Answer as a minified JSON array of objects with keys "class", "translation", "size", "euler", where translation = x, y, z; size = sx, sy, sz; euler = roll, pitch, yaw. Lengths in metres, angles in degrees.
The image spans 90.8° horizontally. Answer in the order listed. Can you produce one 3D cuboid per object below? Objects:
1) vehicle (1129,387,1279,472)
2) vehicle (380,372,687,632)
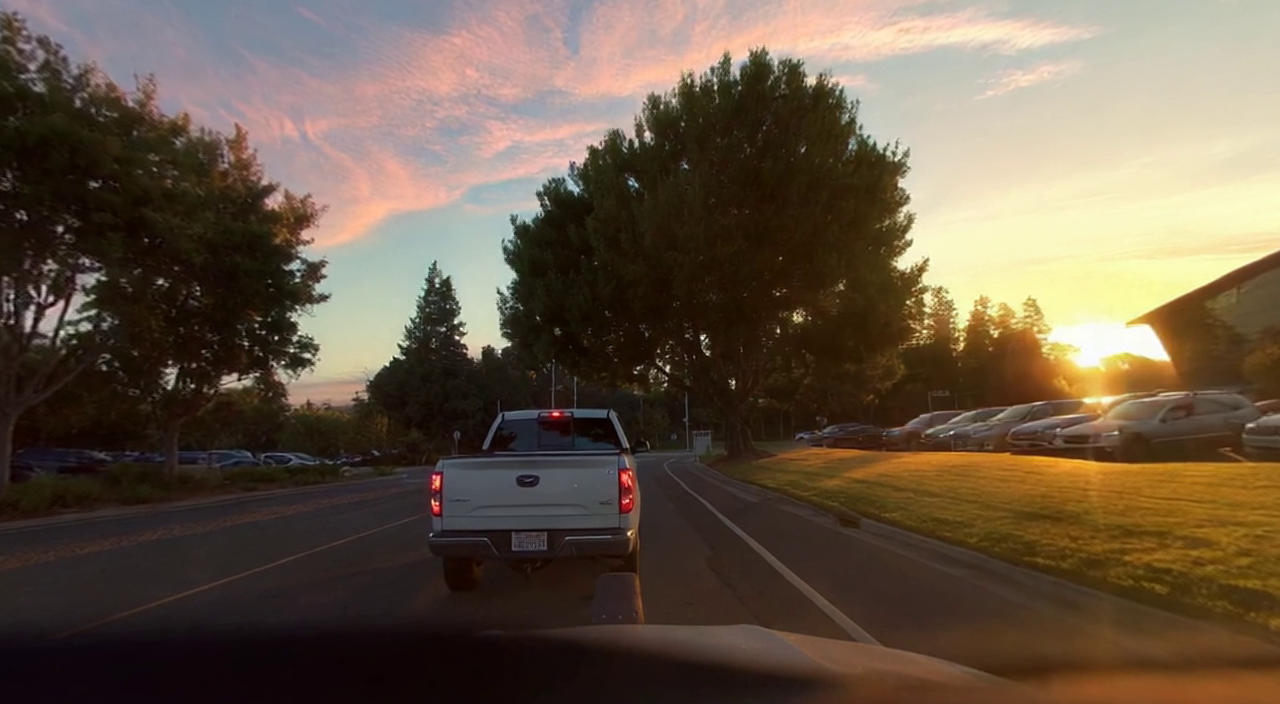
[{"class":"vehicle","translation":[11.883,1.402,11.478],"size":[4.298,1.392,1.944],"euler":[-1,-8,2]},{"class":"vehicle","translation":[-0.681,1.419,7.033],"size":[2.157,1.816,5.039],"euler":[0,-8,2]}]
